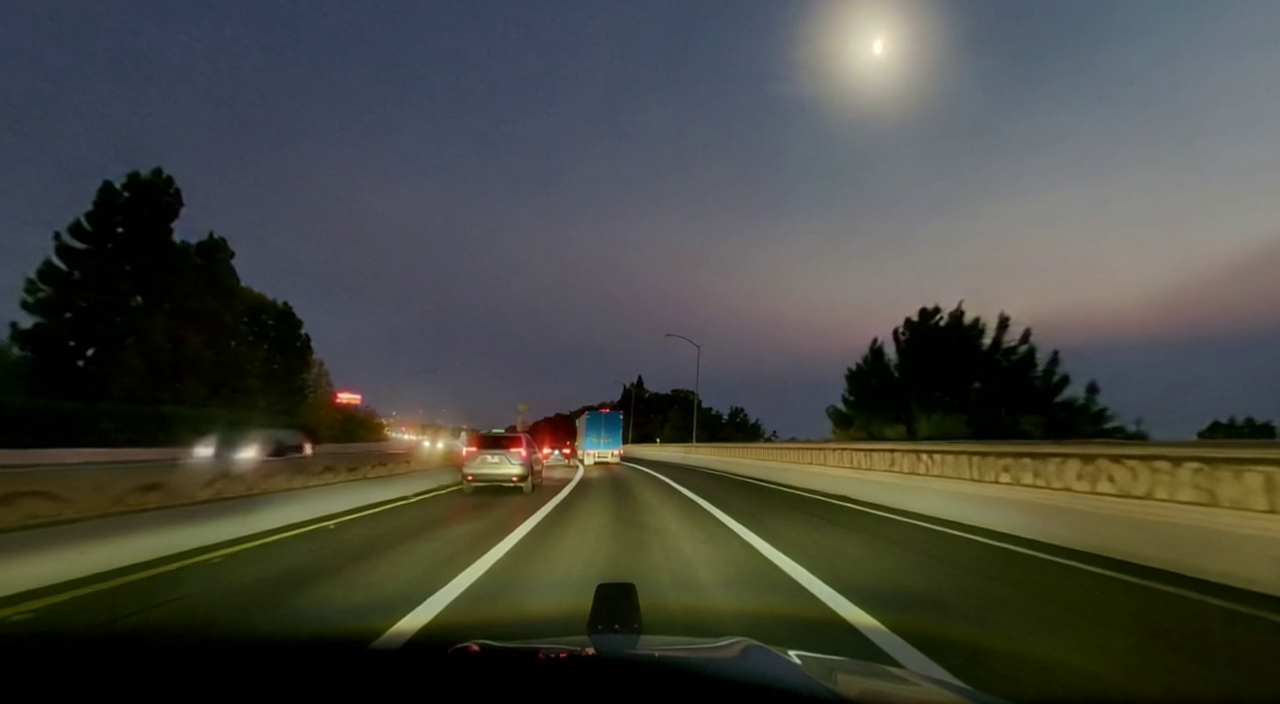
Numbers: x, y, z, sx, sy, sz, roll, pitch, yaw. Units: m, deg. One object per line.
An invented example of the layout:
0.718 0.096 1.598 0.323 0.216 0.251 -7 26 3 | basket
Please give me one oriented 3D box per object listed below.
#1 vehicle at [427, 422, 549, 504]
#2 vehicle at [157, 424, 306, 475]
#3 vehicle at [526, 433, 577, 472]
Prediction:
-3.577 2.719 15.761 2.041 1.734 4.391 1 -9 -1 | vehicle
-13.398 3.248 21.077 1.988 1.499 4.591 1 -9 -2 | vehicle
-4.293 4.959 31.172 2.044 1.740 4.361 1 -9 -3 | vehicle
